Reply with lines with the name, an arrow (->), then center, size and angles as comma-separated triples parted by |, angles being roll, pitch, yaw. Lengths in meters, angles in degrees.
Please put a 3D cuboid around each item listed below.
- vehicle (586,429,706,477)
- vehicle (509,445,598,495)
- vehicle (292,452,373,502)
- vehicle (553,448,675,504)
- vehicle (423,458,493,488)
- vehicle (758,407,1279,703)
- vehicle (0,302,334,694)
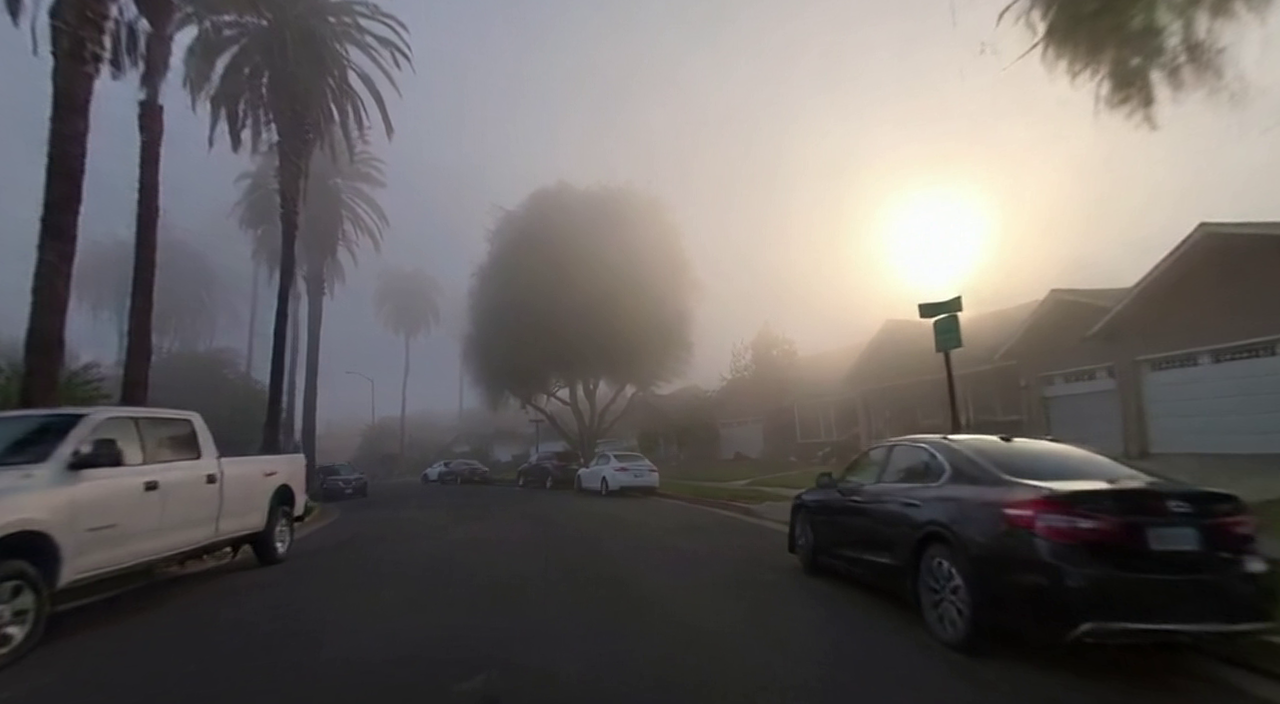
vehicle -> 0.319, 4.972, 31.237 | 5.510, 2.121, 2.129 | -1, -9, 20
vehicle -> -3.528, 4.590, 24.988 | 1.918, 1.753, 4.655 | 5, -10, -29
vehicle -> -13.327, 5.344, 27.115 | 2.026, 1.816, 4.532 | 2, -9, -41
vehicle -> -0.997, 3.850, 20.195 | 2.108, 1.503, 4.977 | 4, -9, -25
vehicle -> -10.479, 6.883, 36.031 | 2.006, 1.484, 4.768 | 7, -11, -40
vehicle -> 2.635, 1.382, 5.410 | 1.927, 1.522, 4.728 | 1, -8, -5
vehicle -> -5.293, 1.362, 6.070 | 2.337, 2.289, 6.092 | -7, -8, -9
